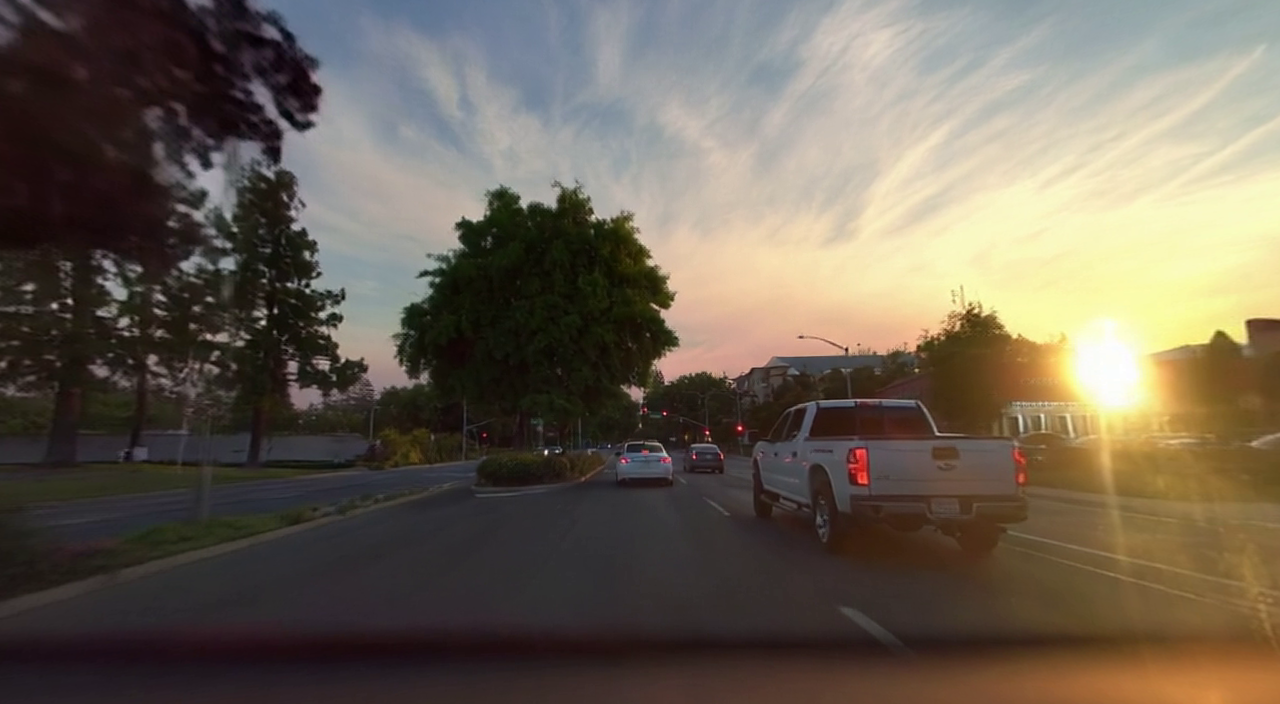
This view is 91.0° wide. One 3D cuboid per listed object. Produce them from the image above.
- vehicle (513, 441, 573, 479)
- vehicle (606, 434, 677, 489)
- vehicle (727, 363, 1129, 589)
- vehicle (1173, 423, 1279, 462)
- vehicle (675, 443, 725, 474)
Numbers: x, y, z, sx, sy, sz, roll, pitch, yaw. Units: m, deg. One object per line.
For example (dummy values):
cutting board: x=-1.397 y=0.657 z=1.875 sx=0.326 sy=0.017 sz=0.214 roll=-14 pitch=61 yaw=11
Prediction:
vehicle: x=-4.057 y=4.603 z=27.021 sx=1.960 sy=1.475 sz=4.161 roll=0 pitch=-8 yaw=0
vehicle: x=-0.001 y=3.605 z=21.058 sx=2.145 sy=1.650 sz=4.021 roll=0 pitch=-8 yaw=-2
vehicle: x=3.125 y=1.606 z=8.993 sx=2.731 sy=2.101 sz=6.047 roll=0 pitch=-8 yaw=-2
vehicle: x=28.851 y=4.395 z=30.584 sx=3.992 sy=1.669 sz=1.803 roll=-3 pitch=-9 yaw=4
vehicle: x=2.943 y=5.323 z=31.733 sx=1.970 sy=1.464 sz=4.249 roll=0 pitch=-9 yaw=-2
